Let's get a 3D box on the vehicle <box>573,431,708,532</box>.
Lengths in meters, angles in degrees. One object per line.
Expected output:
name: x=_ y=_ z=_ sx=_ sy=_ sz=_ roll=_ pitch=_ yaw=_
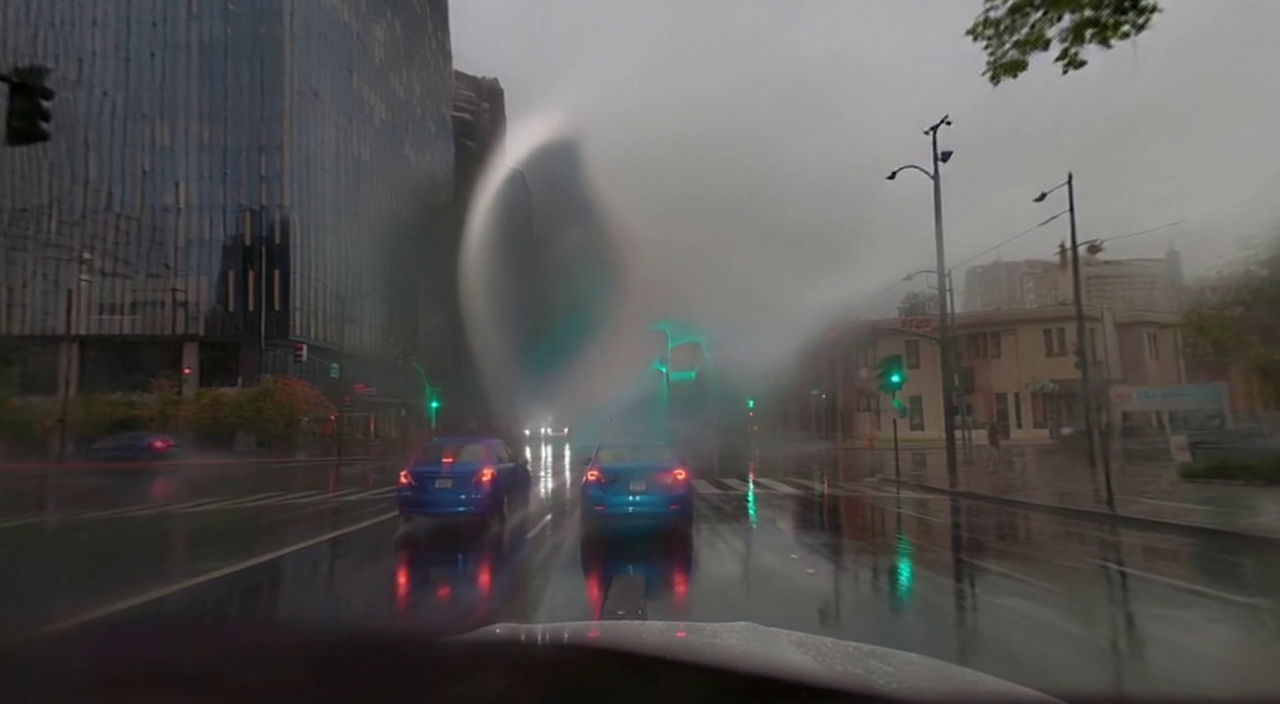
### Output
vehicle: x=-0.047 y=2.220 z=11.397 sx=2.016 sy=1.478 sz=3.795 roll=0 pitch=-8 yaw=-2

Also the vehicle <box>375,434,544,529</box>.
vehicle: x=-3.207 y=2.394 z=12.351 sx=1.995 sy=1.479 sz=4.627 roll=0 pitch=-8 yaw=-1

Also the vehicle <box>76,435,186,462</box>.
vehicle: x=-29.938 y=5.687 z=37.308 sx=4.533 sy=1.520 sz=1.887 roll=2 pitch=-9 yaw=-14
